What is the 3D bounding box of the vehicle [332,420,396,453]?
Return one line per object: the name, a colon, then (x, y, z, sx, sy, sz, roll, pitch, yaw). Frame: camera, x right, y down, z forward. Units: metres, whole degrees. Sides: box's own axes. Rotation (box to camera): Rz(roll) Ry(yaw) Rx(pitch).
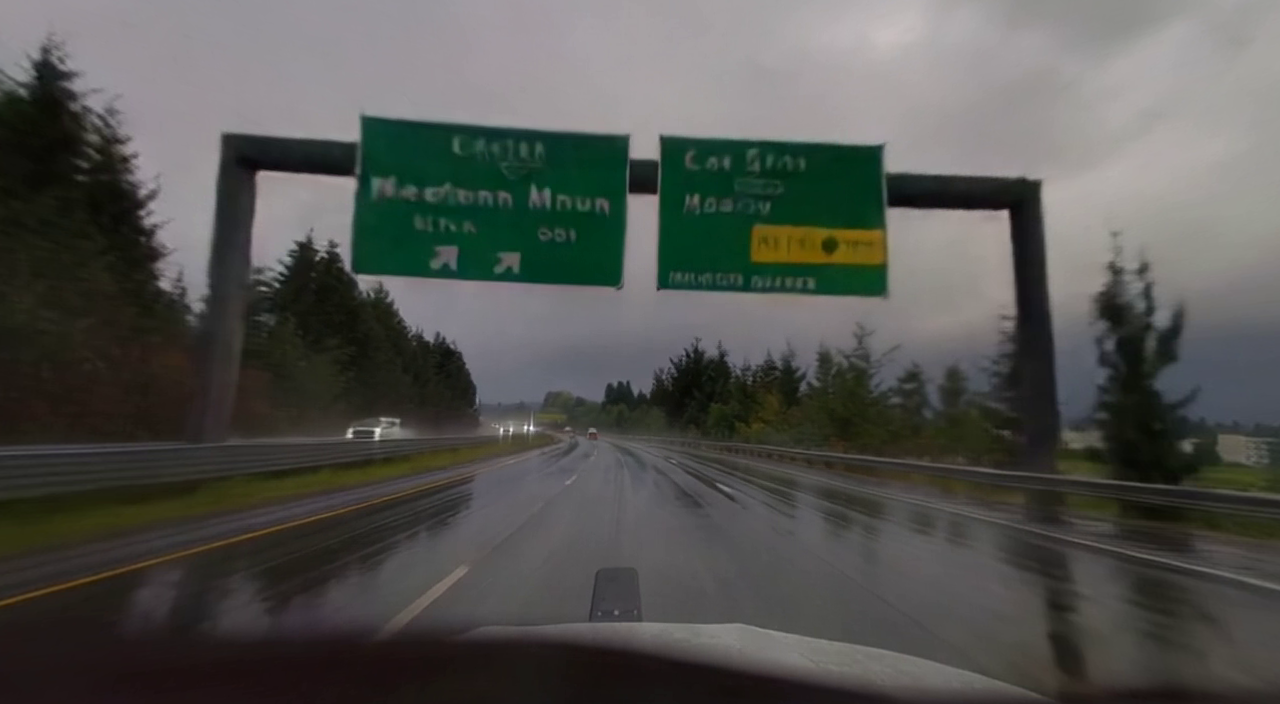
vehicle: (-17.380, 5.365, 39.976, 2.067, 1.971, 4.840, 0, -8, -2)
